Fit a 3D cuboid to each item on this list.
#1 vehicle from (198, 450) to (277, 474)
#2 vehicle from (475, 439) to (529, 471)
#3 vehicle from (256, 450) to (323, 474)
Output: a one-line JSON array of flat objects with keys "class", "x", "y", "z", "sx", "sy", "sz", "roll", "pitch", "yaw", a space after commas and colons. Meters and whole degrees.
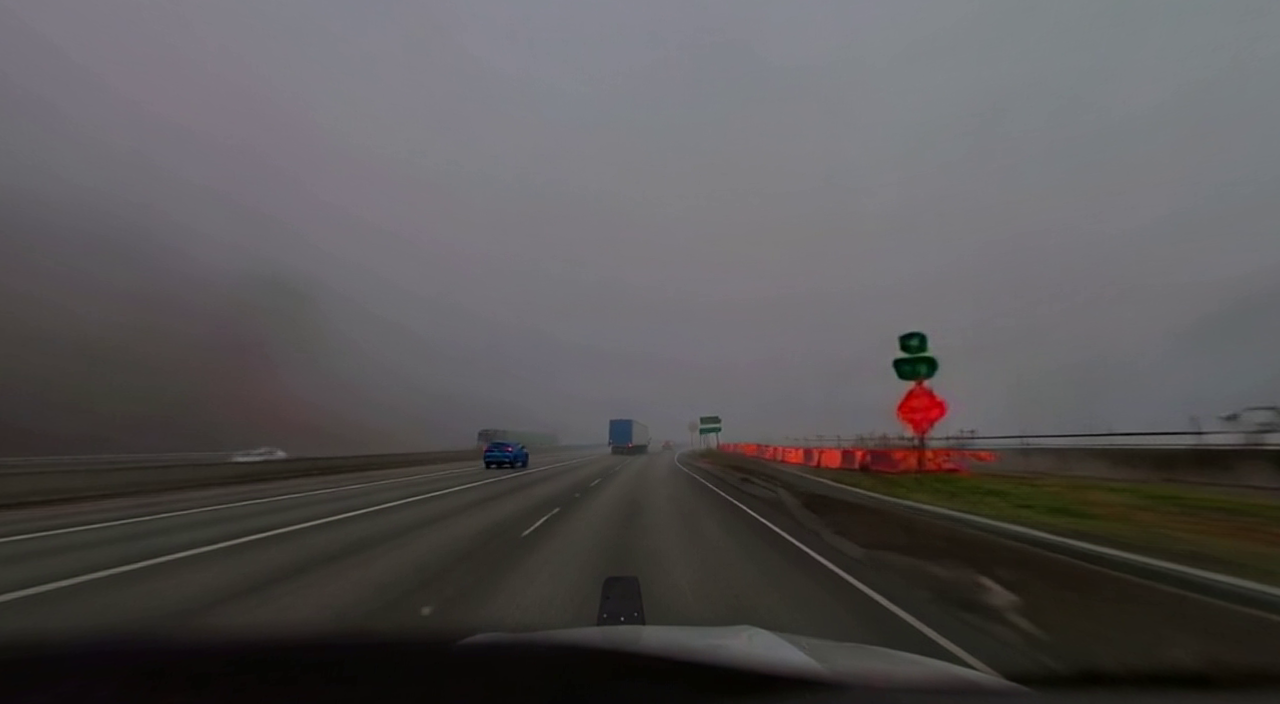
[{"class": "vehicle", "x": -26.436, "y": 7.222, "z": 41.603, "sx": 2.159, "sy": 1.461, "sz": 4.562, "roll": 0, "pitch": -9, "yaw": 1}, {"class": "vehicle", "x": -7.284, "y": 5.476, "z": 33.615, "sx": 1.893, "sy": 1.566, "sz": 4.051, "roll": 0, "pitch": -9, "yaw": 1}, {"class": "vehicle", "x": -22.143, "y": 6.953, "z": 40.006, "sx": 1.679, "sy": 1.439, "sz": 4.300, "roll": 0, "pitch": -9, "yaw": 1}]
